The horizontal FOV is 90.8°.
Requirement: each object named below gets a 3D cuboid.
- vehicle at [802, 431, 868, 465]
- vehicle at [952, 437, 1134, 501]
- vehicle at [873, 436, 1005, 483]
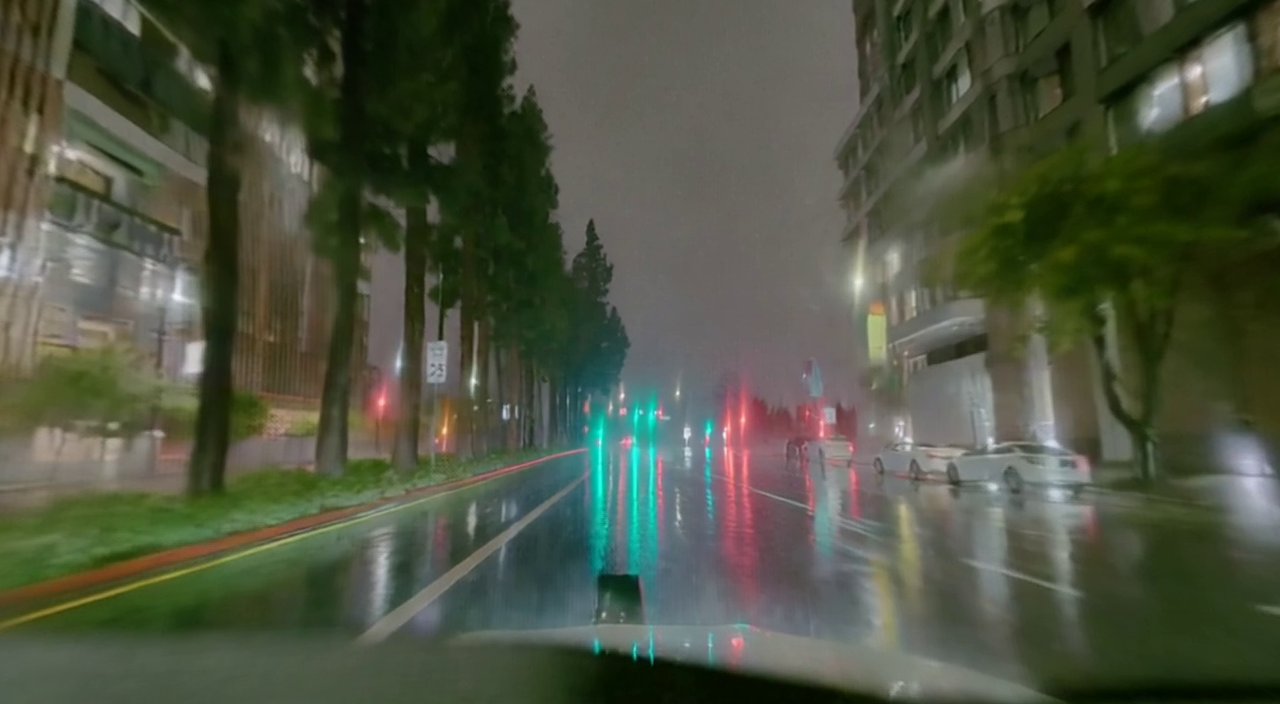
[{"bbox_3d":[10.521,5.240,34.487,1.947,1.716,4.861,0,-9,-1],"label":"vehicle"},{"bbox_3d":[10.731,3.134,17.338,1.927,1.489,4.532,0,-9,-1],"label":"vehicle"},{"bbox_3d":[10.695,3.887,23.123,1.977,1.519,4.953,1,-9,-6],"label":"vehicle"}]
